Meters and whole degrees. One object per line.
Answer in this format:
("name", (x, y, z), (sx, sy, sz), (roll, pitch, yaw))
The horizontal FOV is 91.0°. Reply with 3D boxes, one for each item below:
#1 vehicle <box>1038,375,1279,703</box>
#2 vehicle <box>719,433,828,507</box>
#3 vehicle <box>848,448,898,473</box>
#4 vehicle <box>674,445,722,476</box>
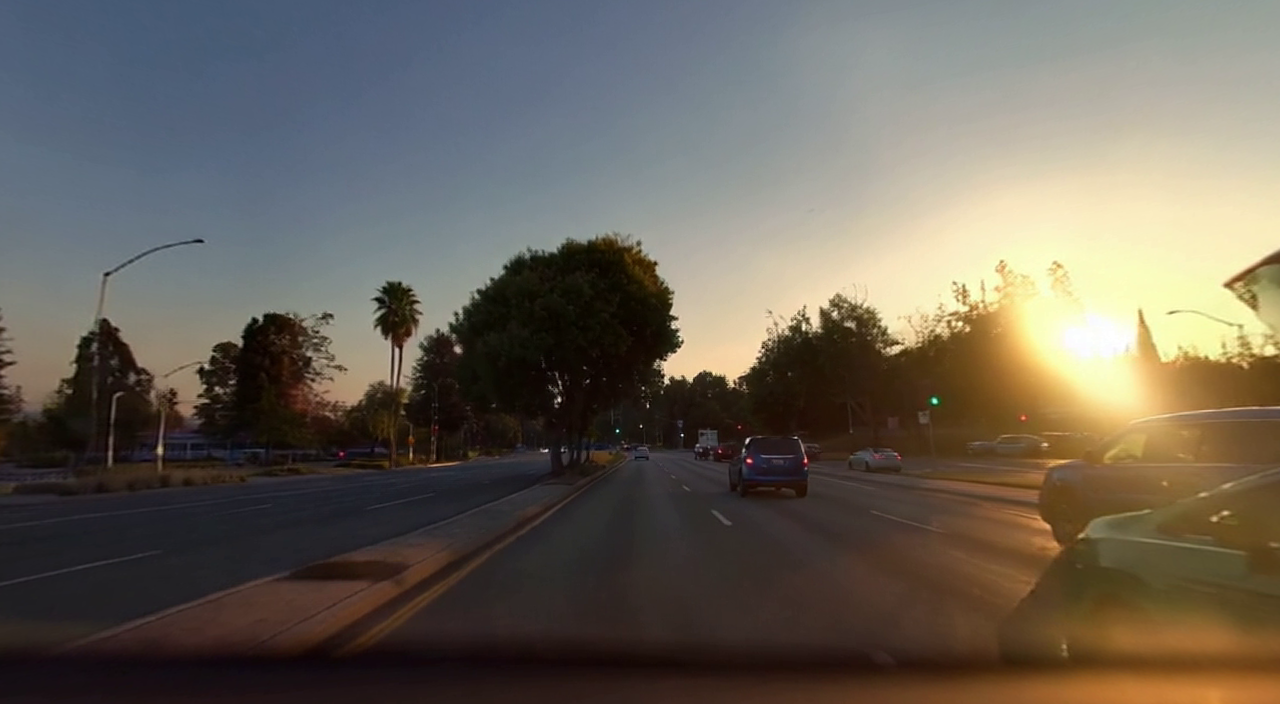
("vehicle", (3.173, 0.675, 0.900), (1.932, 1.547, 4.992), (0, -8, 0))
("vehicle", (3.365, 3.049, 16.763), (2.075, 1.698, 4.142), (0, -8, 1))
("vehicle", (15.624, 7.273, 42.407), (1.815, 1.493, 4.135), (0, -8, 0))
("vehicle", (2.911, 5.538, 32.418), (1.980, 1.484, 4.093), (0, -8, -1))
